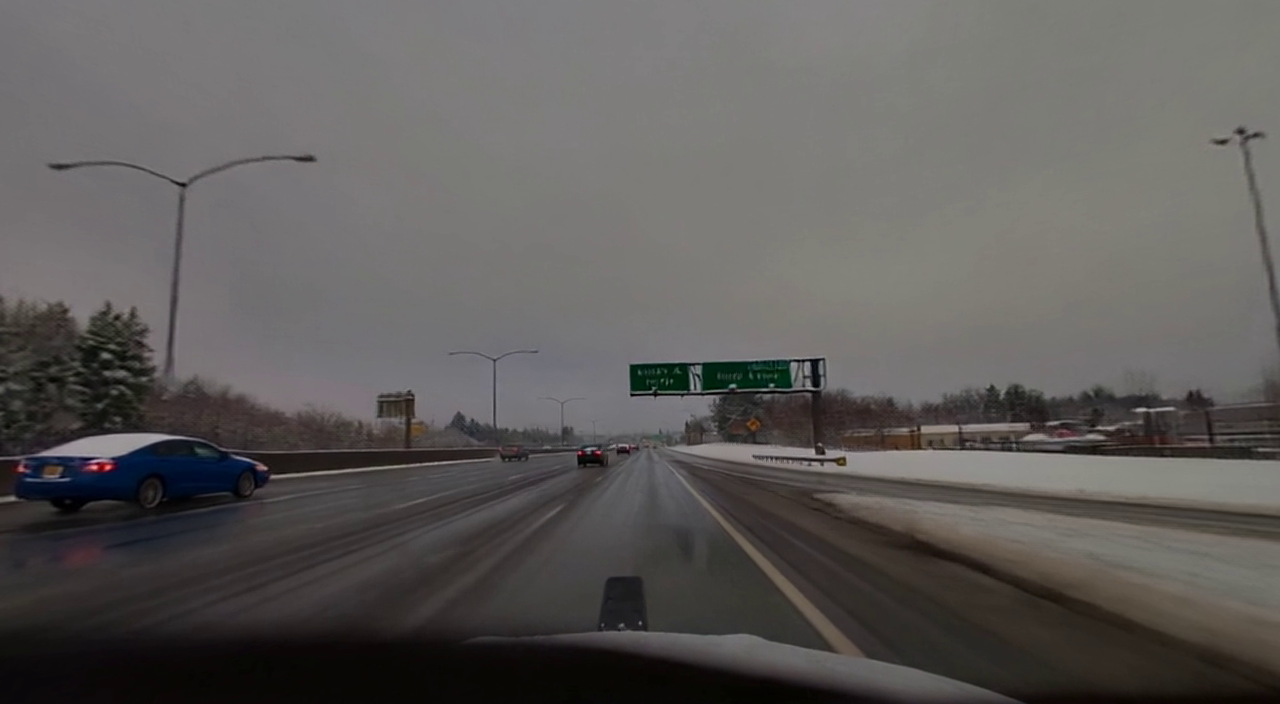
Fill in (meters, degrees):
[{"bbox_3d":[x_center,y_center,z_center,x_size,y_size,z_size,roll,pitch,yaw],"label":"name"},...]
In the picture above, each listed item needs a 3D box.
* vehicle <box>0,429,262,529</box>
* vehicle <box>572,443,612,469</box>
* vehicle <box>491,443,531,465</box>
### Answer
[{"bbox_3d":[-9.889,2.321,12.225,2.002,1.526,4.822,0,-8,2],"label":"vehicle"},{"bbox_3d":[-2.874,6.354,38.930,2.050,1.479,4.342,0,-8,1],"label":"vehicle"},{"bbox_3d":[-9.338,7.365,45.868,1.930,1.490,3.955,0,-8,2],"label":"vehicle"}]
